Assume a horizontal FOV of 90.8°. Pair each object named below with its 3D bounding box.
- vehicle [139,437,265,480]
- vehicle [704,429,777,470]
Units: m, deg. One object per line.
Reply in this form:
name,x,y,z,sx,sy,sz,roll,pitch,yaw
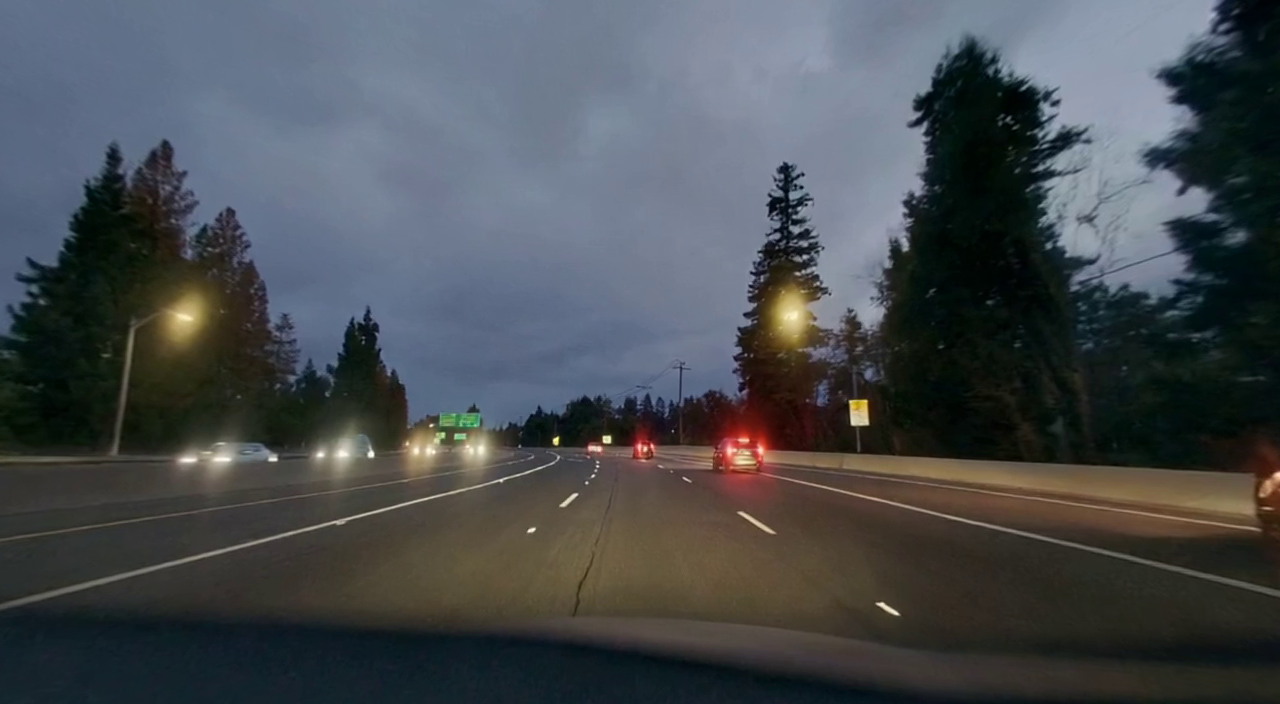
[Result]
vehicle,-18.726,4.564,27.346,2.272,1.706,4.604,0,-8,-2
vehicle,5.377,5.387,34.922,2.504,2.033,5.979,1,-8,-6
